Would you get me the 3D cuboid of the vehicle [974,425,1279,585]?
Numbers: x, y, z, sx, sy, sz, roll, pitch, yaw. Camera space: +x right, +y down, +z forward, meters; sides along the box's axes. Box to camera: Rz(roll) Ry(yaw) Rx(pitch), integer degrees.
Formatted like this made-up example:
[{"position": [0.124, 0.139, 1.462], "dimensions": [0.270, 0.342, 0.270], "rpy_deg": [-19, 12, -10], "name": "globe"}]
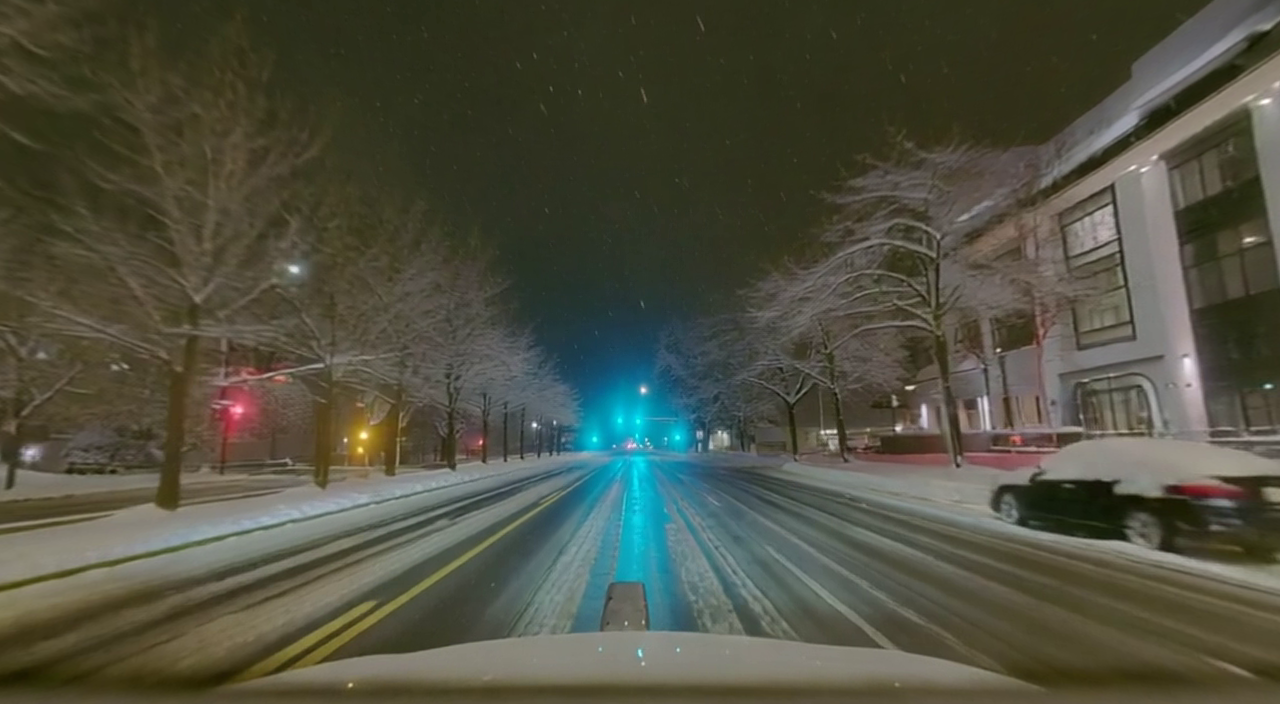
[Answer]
[{"position": [6.719, 1.819, 8.473], "dimensions": [1.872, 1.528, 4.648], "rpy_deg": [0, -8, 0], "name": "vehicle"}]
